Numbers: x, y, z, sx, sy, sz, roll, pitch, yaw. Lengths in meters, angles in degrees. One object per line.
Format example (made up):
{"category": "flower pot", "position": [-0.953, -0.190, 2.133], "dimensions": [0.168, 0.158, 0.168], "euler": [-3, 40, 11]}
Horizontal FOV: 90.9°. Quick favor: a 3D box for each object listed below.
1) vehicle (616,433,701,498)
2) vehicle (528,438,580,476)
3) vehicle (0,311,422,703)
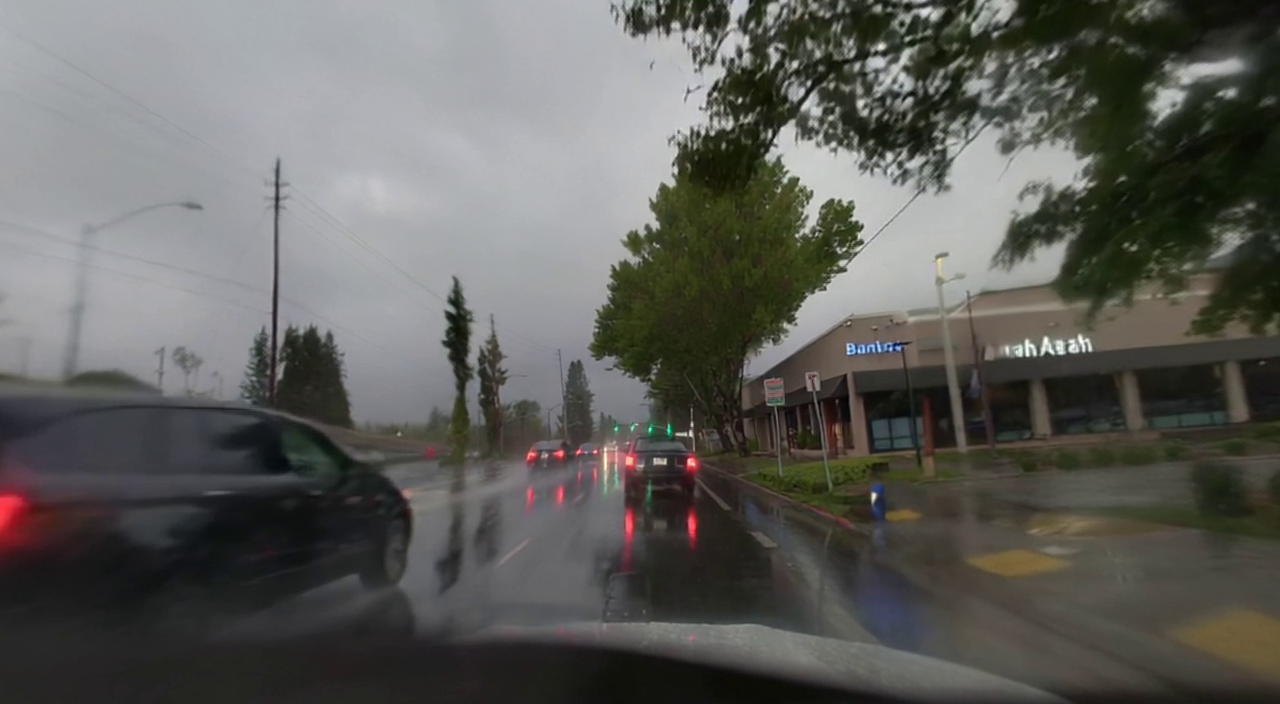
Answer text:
{"category": "vehicle", "position": [0.428, 3.145, 17.920], "dimensions": [2.108, 1.612, 4.246], "euler": [0, -8, -1]}
{"category": "vehicle", "position": [-4.086, 5.029, 30.568], "dimensions": [1.862, 1.694, 4.315], "euler": [0, -8, 0]}
{"category": "vehicle", "position": [-3.494, 1.024, 4.214], "dimensions": [2.064, 1.859, 5.154], "euler": [0, -8, 2]}
